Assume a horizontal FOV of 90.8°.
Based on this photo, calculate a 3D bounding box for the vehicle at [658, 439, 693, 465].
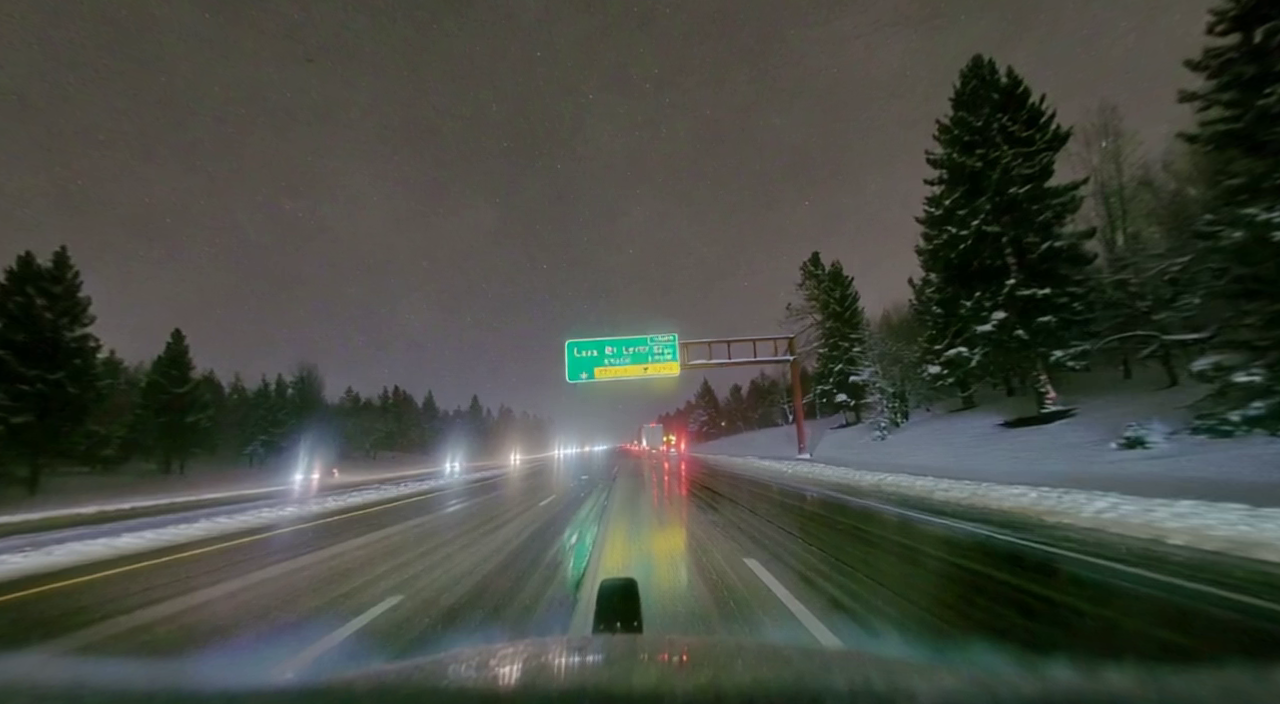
[{"bbox_3d":[2.447,7.036,44.562,2.065,1.760,4.488,0,-8,-2],"label":"vehicle"}]
